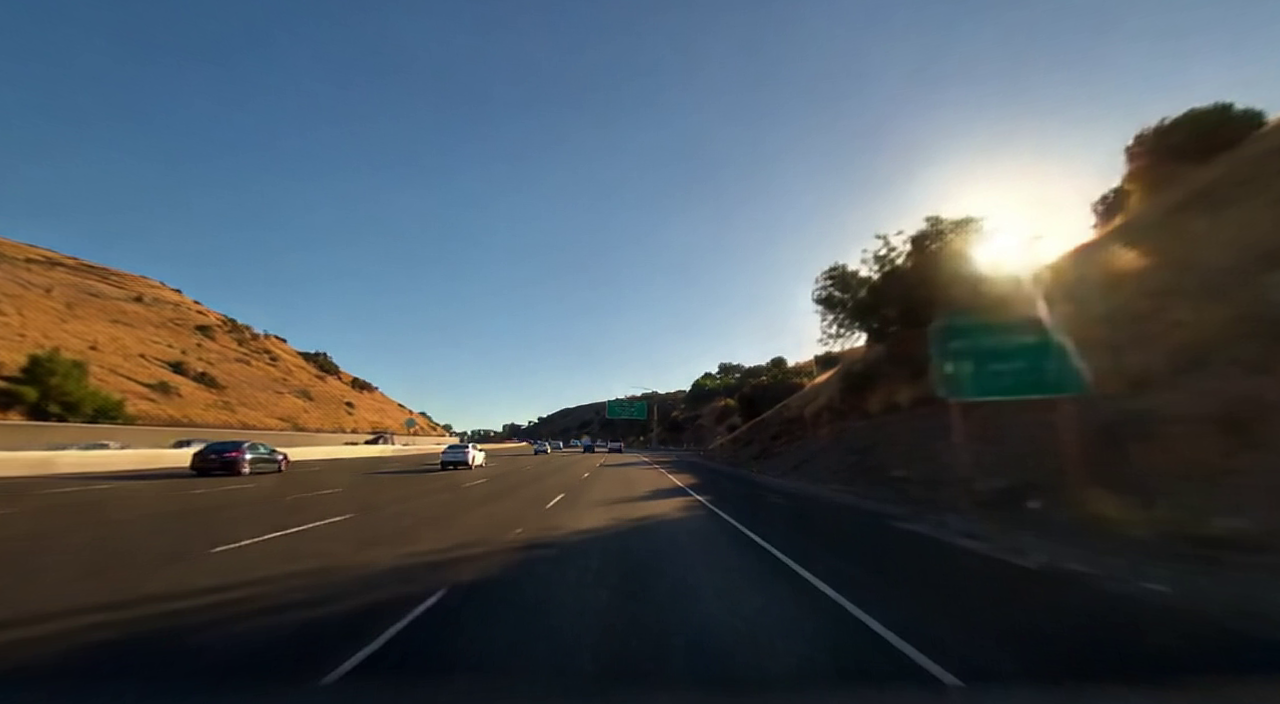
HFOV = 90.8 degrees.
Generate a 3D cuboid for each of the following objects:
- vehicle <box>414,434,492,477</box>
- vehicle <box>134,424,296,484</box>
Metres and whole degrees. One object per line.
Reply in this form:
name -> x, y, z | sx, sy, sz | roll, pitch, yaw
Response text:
vehicle -> -8.038, 4.488, 27.596 | 2.104, 1.715, 4.319 | 0, -9, -1
vehicle -> -15.450, 3.764, 23.491 | 2.240, 1.953, 5.452 | 0, -9, -1
